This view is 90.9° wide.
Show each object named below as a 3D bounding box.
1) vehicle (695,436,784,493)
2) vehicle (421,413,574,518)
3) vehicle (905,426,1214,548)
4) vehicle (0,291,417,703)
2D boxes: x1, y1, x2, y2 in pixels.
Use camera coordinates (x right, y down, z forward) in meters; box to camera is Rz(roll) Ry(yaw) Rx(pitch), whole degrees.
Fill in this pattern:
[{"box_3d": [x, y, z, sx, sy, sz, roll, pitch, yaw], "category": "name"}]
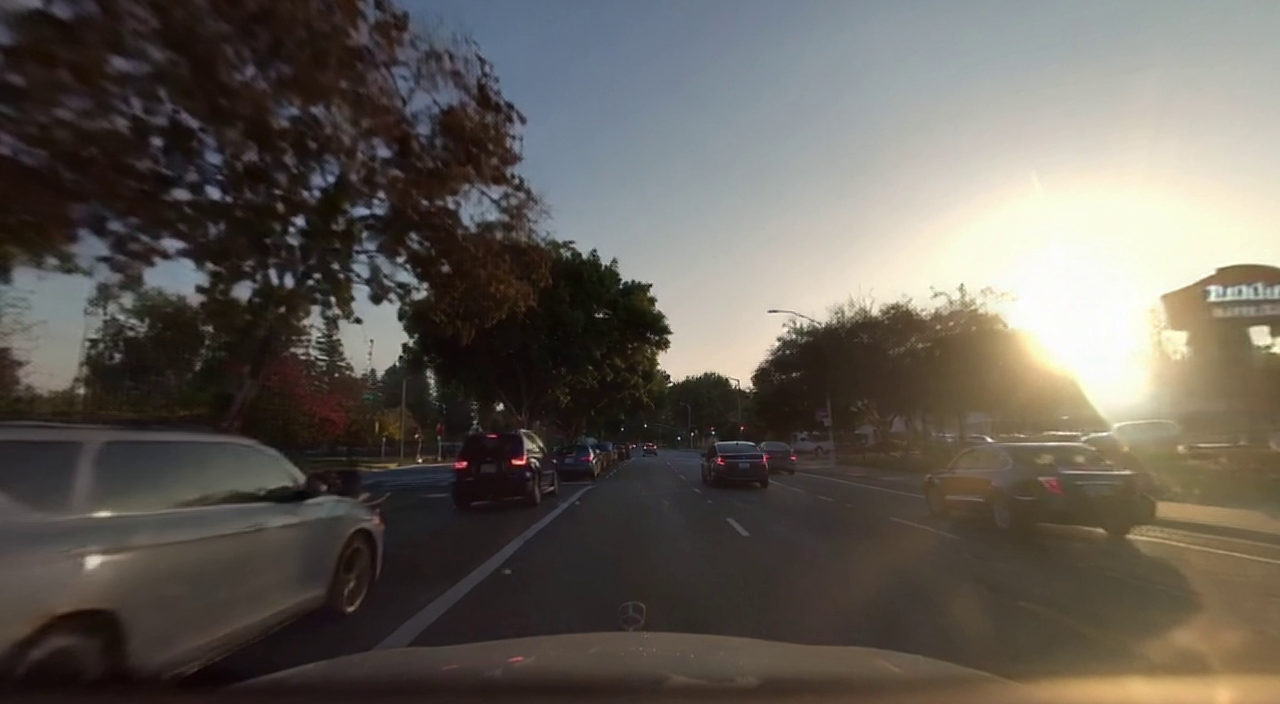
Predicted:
[{"box_3d": [2.858, 3.345, 19.131, 2.004, 1.512, 4.206, 0, -9, 0], "category": "vehicle"}, {"box_3d": [-2.711, 2.299, 13.202, 2.117, 1.799, 4.442, 0, -9, 0], "category": "vehicle"}, {"box_3d": [6.378, 2.092, 10.492, 1.881, 1.540, 4.750, 0, -9, 0], "category": "vehicle"}, {"box_3d": [-2.863, 0.846, 2.735, 2.141, 1.719, 4.379, 0, -9, 1], "category": "vehicle"}]
